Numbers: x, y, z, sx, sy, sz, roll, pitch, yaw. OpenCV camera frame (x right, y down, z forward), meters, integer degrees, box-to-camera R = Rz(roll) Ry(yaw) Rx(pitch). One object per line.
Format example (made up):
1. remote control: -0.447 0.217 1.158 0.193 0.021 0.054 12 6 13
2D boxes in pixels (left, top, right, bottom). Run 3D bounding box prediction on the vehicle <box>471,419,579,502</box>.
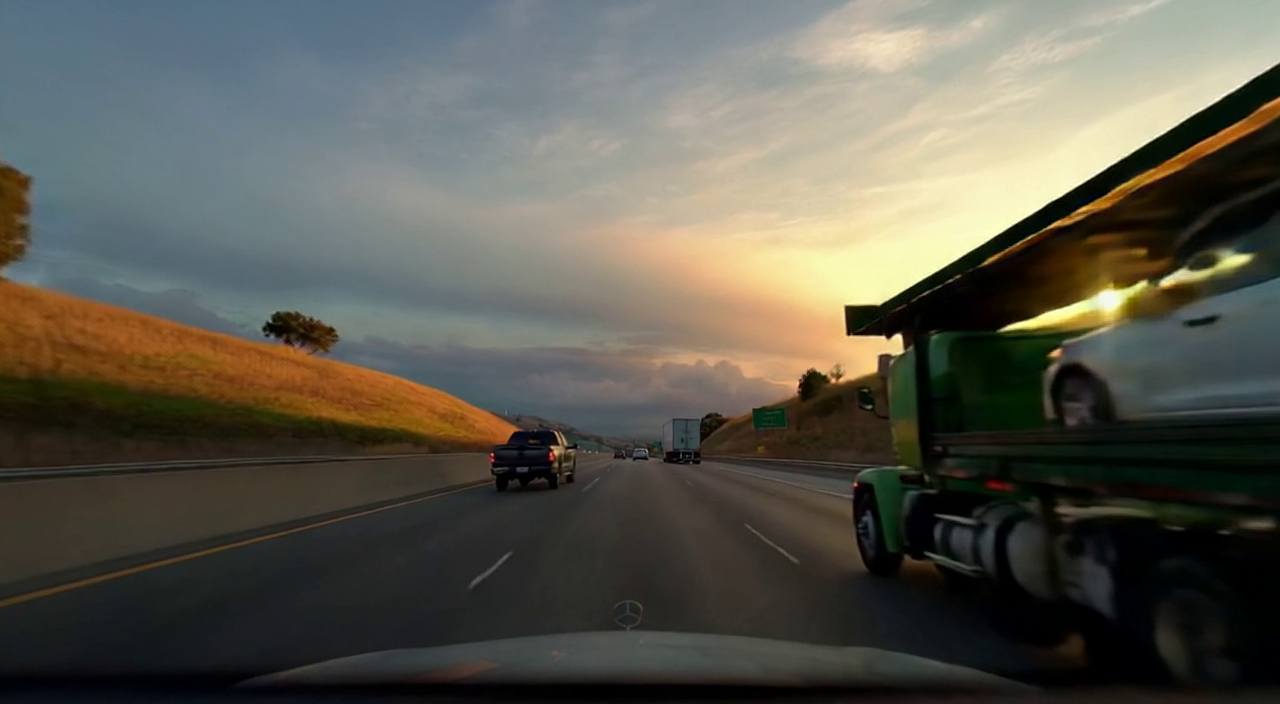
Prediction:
1. vehicle: -3.095 3.058 18.039 2.142 2.044 4.446 0 -9 1
